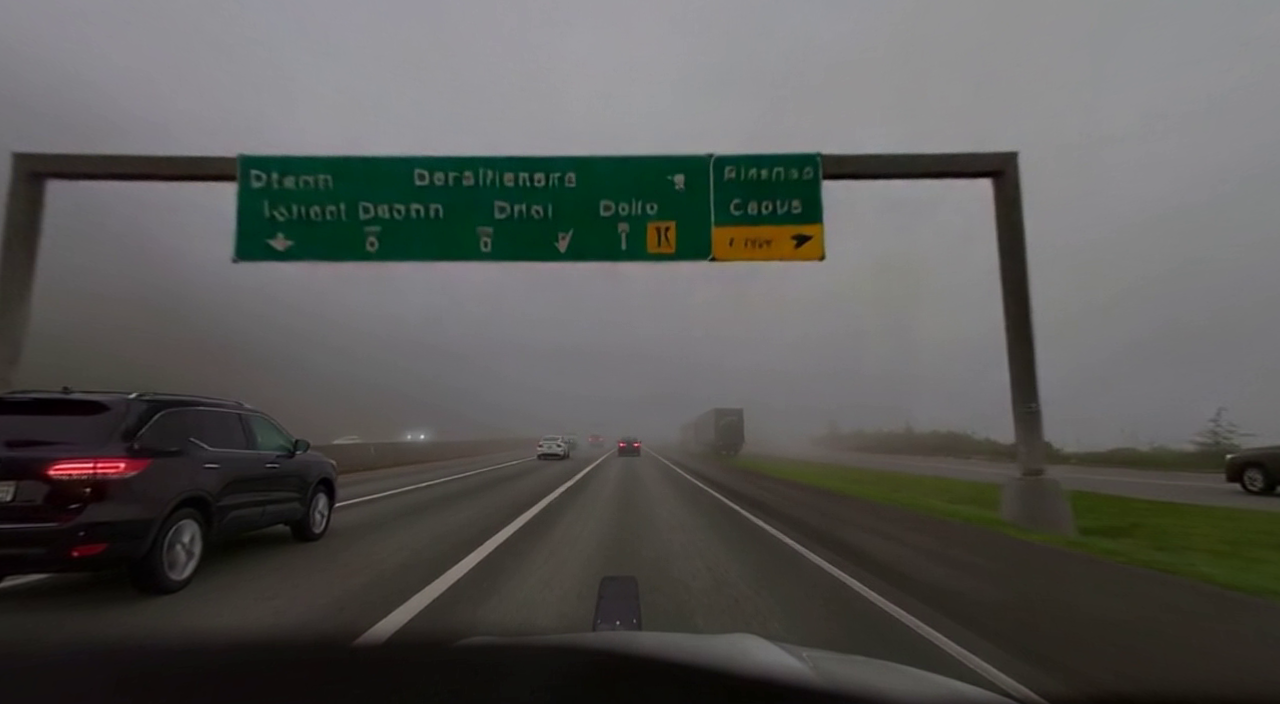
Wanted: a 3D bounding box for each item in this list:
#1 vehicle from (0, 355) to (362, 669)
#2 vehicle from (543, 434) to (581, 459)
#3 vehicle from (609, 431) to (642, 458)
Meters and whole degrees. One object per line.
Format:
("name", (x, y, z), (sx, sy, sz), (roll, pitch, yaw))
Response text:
("vehicle", (-4.561, 1.213, 5.883), (1.971, 1.822, 4.366), (0, -8, -1))
("vehicle", (-4.730, 5.779, 38.701), (1.909, 1.445, 4.087), (0, -8, -1))
("vehicle", (-0.884, 5.842, 39.827), (2.002, 1.611, 3.778), (0, -8, 0))
